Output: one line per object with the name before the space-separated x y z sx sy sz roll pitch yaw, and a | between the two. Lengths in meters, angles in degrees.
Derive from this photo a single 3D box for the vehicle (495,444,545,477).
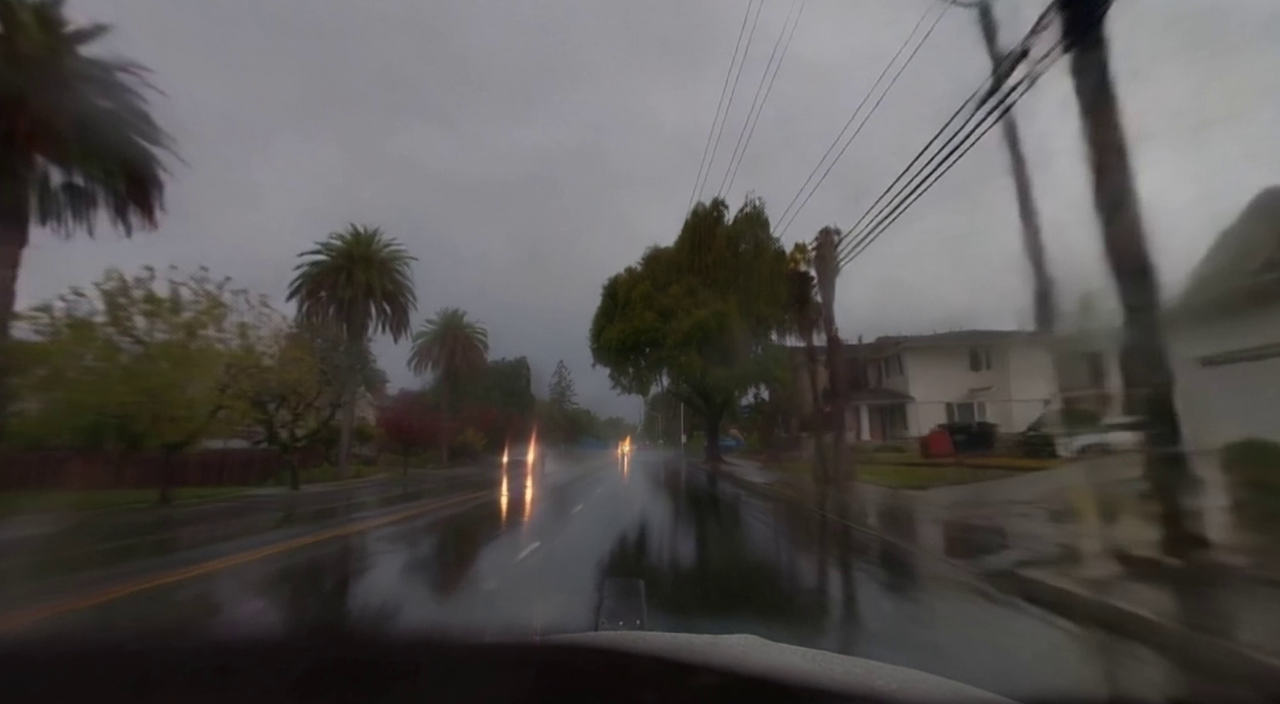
vehicle | -7.024 6.374 37.453 1.992 1.802 4.602 0 -8 1
